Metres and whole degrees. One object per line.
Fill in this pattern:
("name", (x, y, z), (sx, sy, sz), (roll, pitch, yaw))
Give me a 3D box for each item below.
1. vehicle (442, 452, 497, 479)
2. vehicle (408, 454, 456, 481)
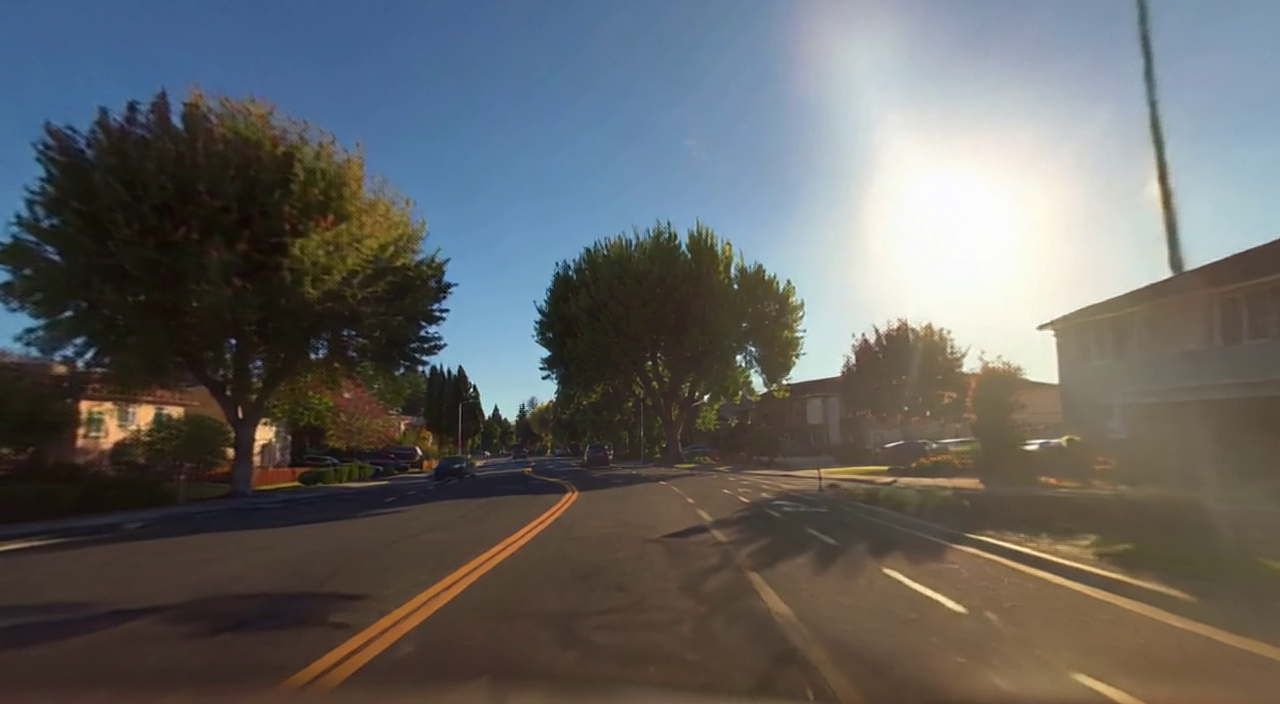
("vehicle", (-10.509, 6.987, 39.149), (1.979, 1.503, 4.678), (-1, -8, 2))
("vehicle", (-14.109, 7.835, 43.077), (1.881, 1.655, 4.177), (0, -8, -1))
